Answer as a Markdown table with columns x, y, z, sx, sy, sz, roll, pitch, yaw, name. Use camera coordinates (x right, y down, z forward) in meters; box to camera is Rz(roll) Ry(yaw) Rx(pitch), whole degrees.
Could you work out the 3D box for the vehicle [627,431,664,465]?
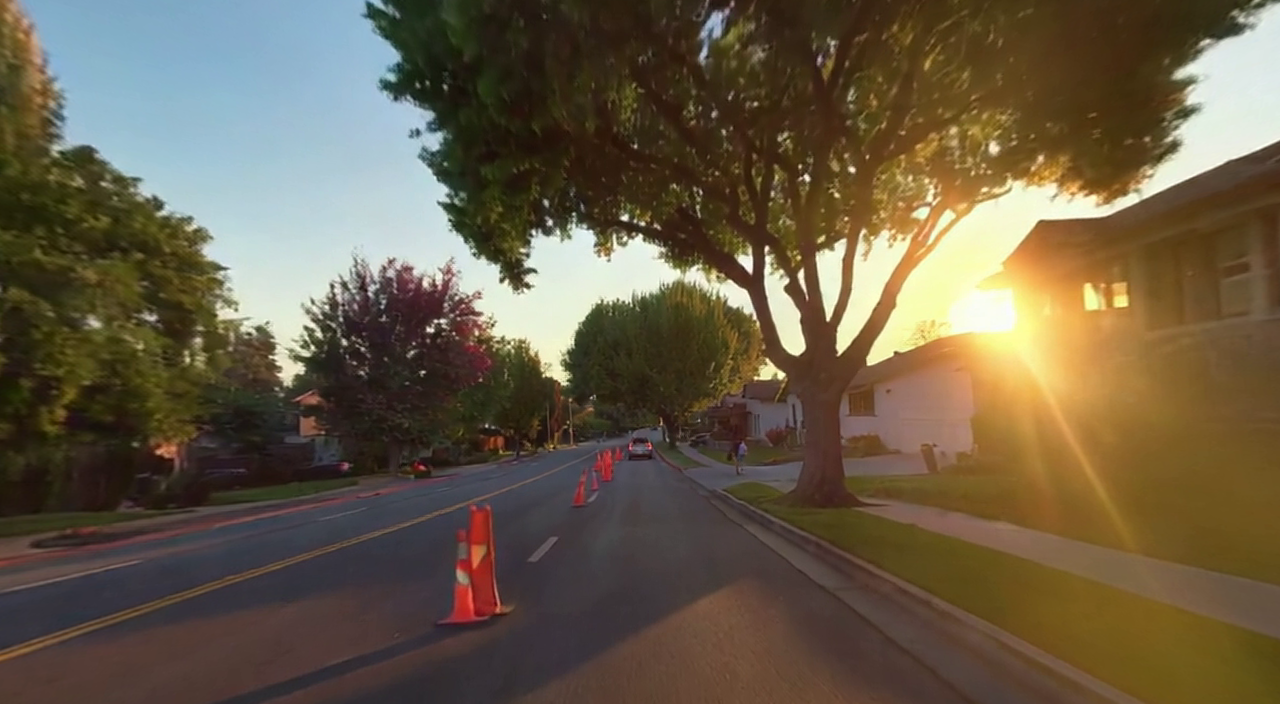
| x | y | z | sx | sy | sz | roll | pitch | yaw | name |
| --- | --- | --- | --- | --- | --- | --- | --- | --- | --- |
| 0.290 | 6.133 | 40.535 | 2.169 | 2.015 | 5.206 | 0 | -8 | -1 | vehicle |
